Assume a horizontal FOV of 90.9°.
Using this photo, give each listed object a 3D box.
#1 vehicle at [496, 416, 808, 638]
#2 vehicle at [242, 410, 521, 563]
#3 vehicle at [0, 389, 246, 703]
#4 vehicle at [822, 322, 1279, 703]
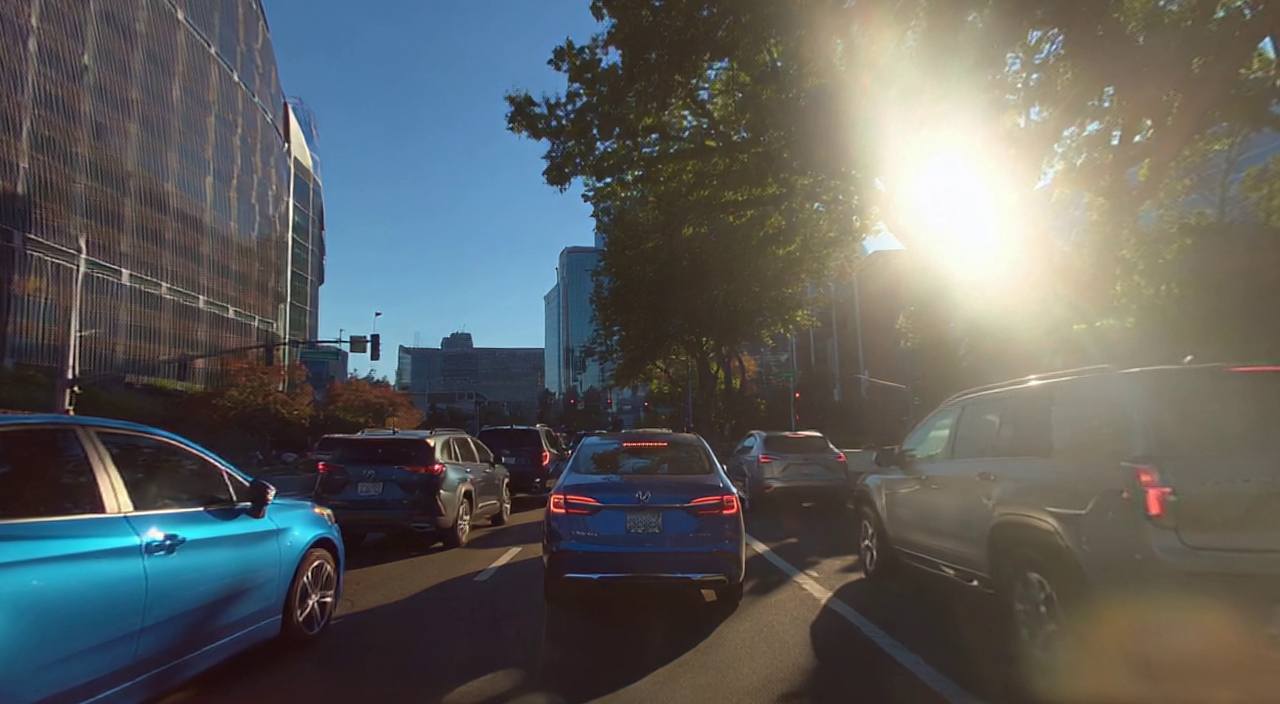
[{"bbox_3d":[0.080,1.506,6.397,2.147,1.507,3.953,0,-8,0],"label":"vehicle"},{"bbox_3d":[-3.374,1.872,9.500,2.168,1.719,4.561,-1,-8,1],"label":"vehicle"},{"bbox_3d":[-3.393,0.749,1.238,2.144,1.505,4.635,-1,-9,2],"label":"vehicle"},{"bbox_3d":[3.056,1.083,4.542,2.108,1.785,4.334,0,-9,-1],"label":"vehicle"}]
